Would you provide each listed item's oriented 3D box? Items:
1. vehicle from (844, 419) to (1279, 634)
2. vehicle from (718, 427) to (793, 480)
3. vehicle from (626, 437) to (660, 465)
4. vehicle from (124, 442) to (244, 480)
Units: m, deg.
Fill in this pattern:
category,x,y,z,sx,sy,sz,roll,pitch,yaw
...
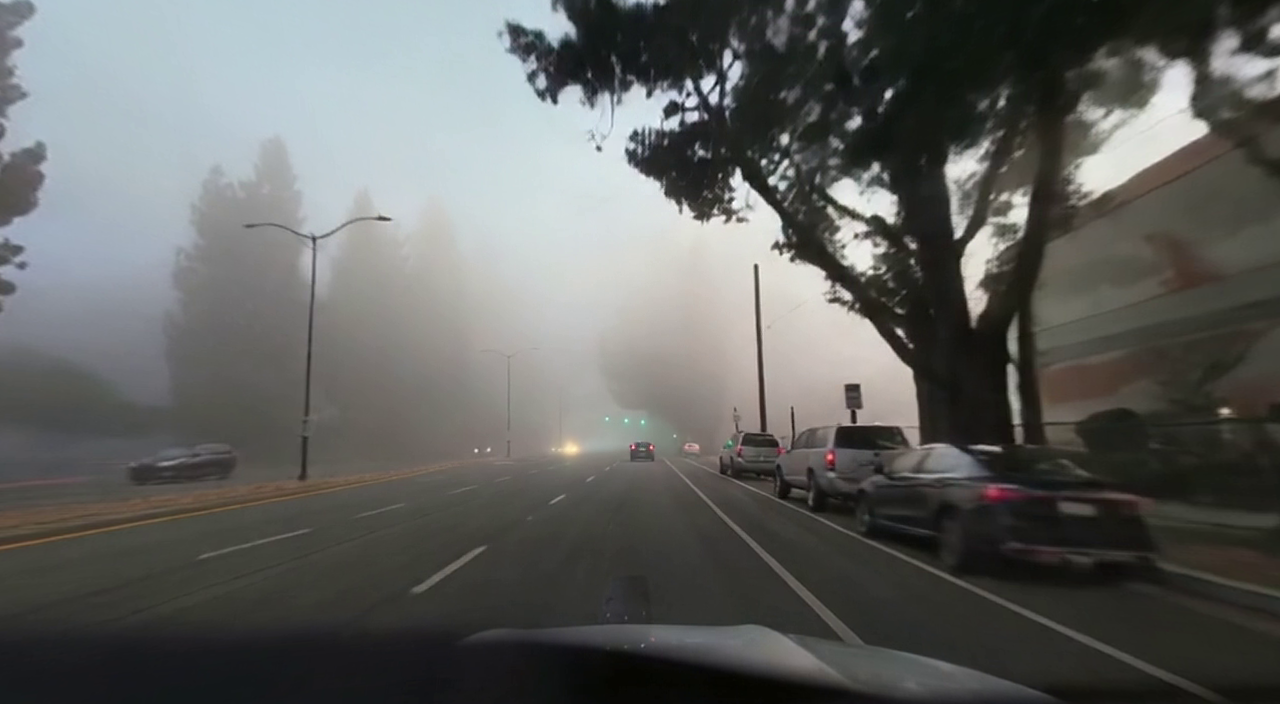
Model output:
category,x,y,z,sx,sy,sz,roll,pitch,yaw
vehicle,4.088,1.594,6.951,2.035,1.500,4.912,0,-8,0
vehicle,4.280,3.855,24.057,2.109,1.838,4.204,0,-9,1
vehicle,0.232,6.620,42.171,2.169,1.751,4.276,0,-8,1
vehicle,-21.050,5.025,29.388,2.238,1.645,4.418,0,-9,1
